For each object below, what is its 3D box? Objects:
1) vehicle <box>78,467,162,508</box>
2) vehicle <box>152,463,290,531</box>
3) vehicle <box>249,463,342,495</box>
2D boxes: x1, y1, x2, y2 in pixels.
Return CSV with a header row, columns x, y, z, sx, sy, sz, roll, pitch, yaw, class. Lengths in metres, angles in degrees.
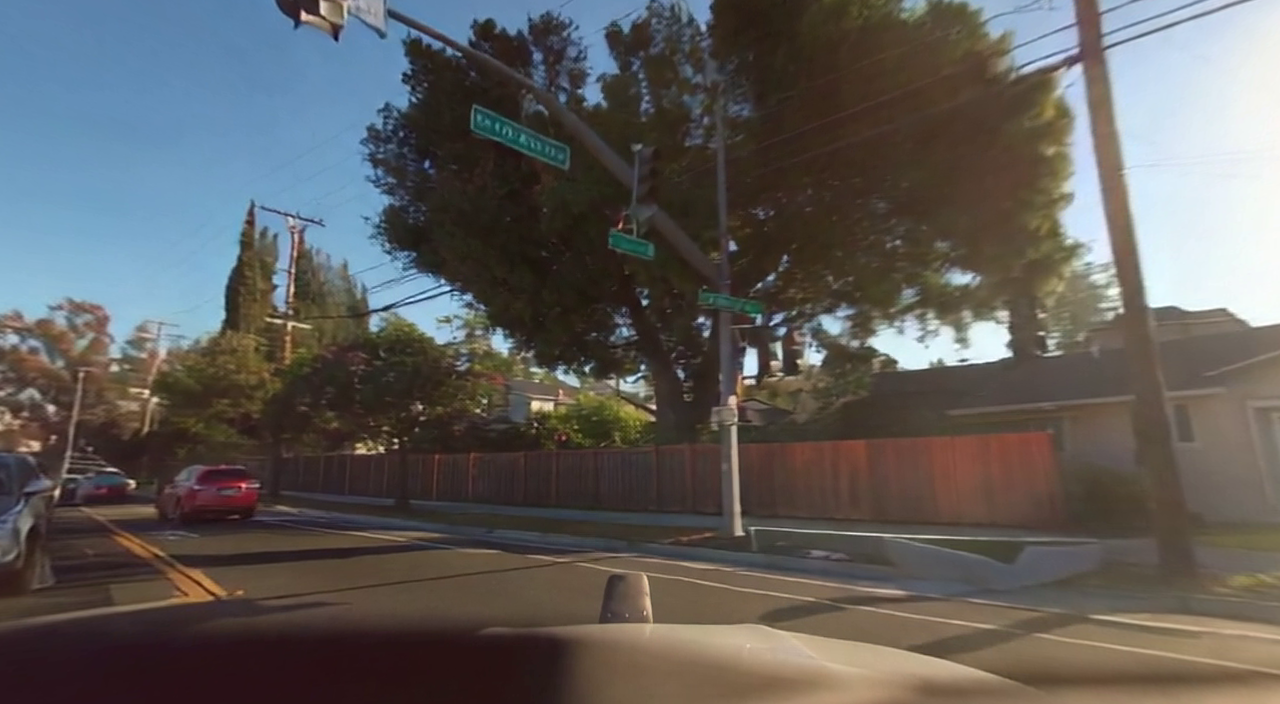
x,y,z,sx,sy,sz,roll,pitch,yaw,class
-22.520,5.783,27.237,4.343,1.492,2.063,-8,-11,42,vehicle
-11.827,3.936,17.656,4.512,1.506,2.078,-8,-11,42,vehicle
-22.244,8.187,40.850,1.938,1.754,4.839,-7,-11,36,vehicle
